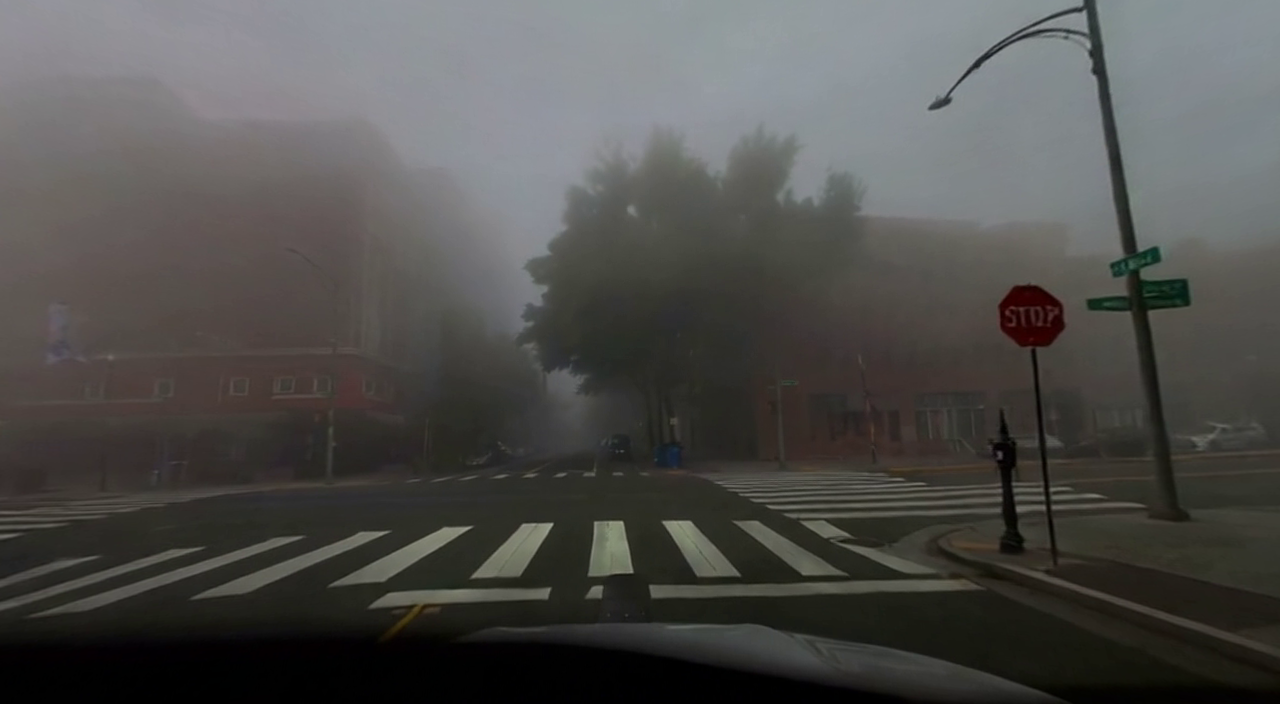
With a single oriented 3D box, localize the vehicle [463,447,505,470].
[{"bbox_3d":[-10.750,7.346,43.830,2.033,1.491,4.298,0,-8,-3],"label":"vehicle"}]
